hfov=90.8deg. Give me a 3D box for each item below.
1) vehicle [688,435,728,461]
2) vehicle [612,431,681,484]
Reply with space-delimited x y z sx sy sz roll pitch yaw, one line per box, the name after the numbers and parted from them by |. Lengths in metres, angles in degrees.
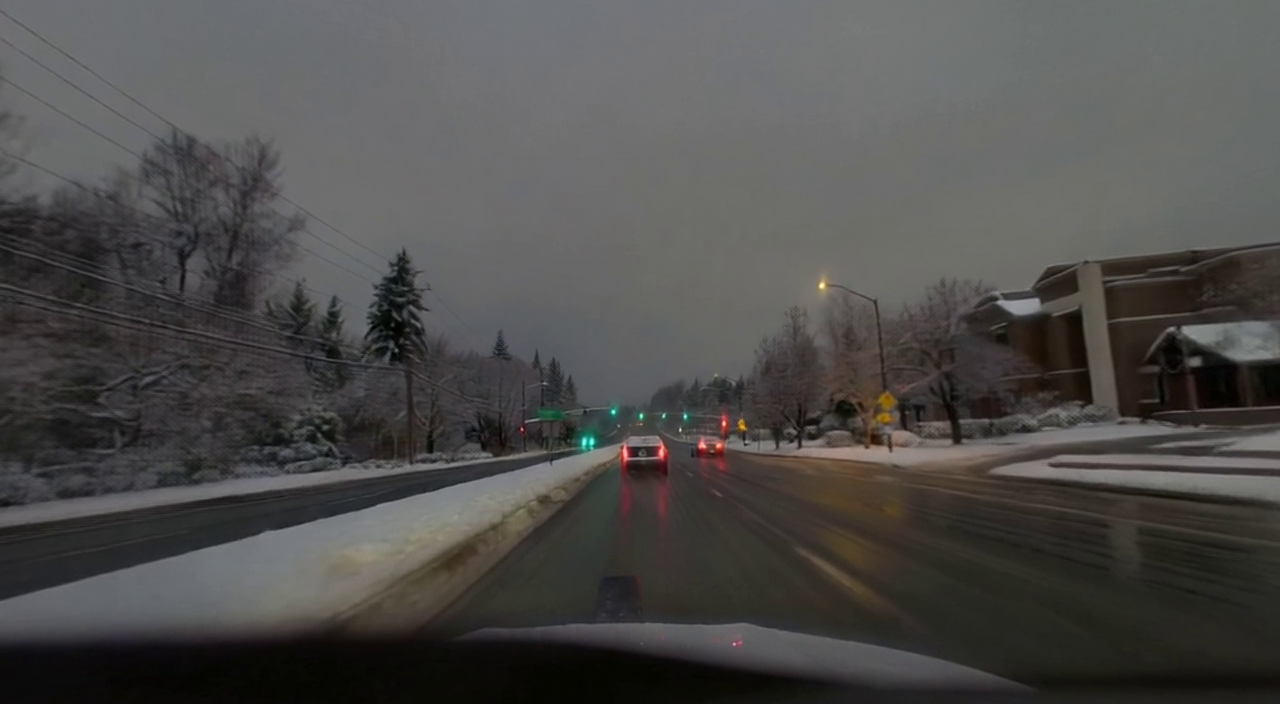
4.375 6.240 41.293 1.987 1.613 4.081 0 -8 -2 | vehicle
0.194 3.621 21.992 2.181 1.639 4.127 0 -8 0 | vehicle
